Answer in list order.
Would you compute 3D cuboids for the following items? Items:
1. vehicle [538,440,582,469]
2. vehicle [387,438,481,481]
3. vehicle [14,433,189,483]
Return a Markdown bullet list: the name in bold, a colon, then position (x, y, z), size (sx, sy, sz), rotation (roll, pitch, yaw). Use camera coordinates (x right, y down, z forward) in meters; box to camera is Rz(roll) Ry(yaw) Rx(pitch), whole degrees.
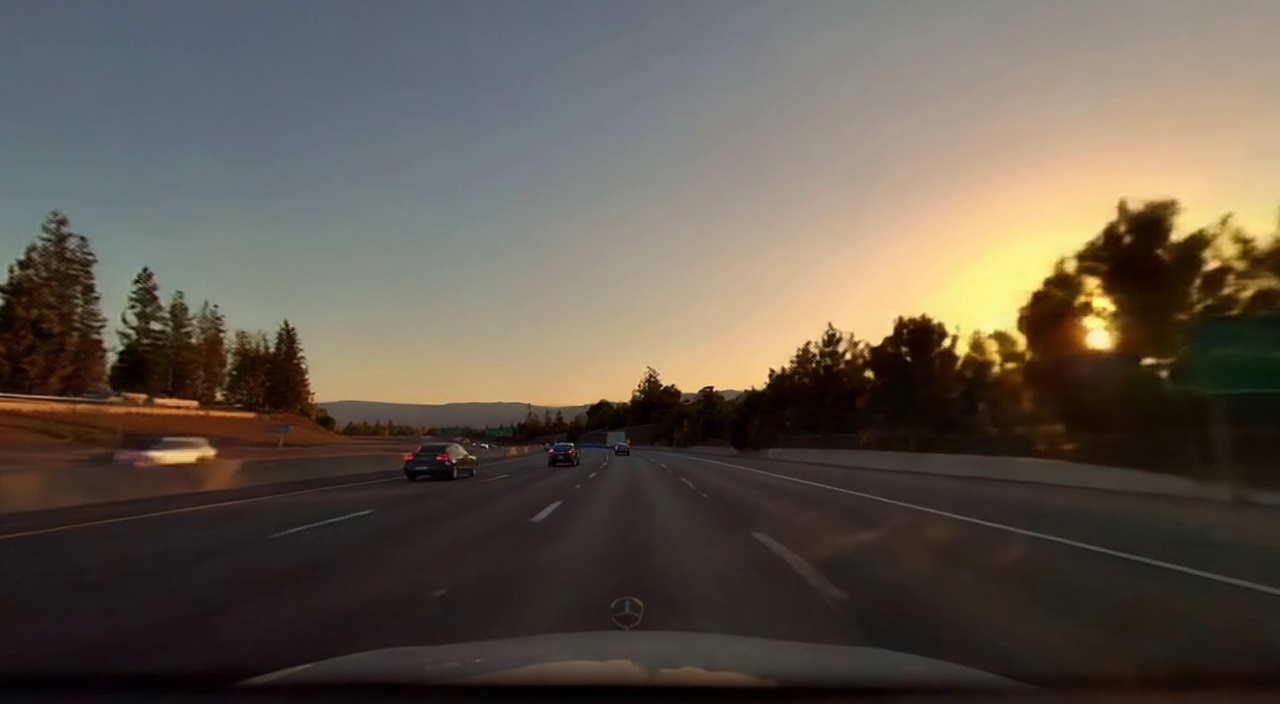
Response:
- **vehicle**: position (-4.254, 5.525, 34.117), size (1.936, 1.465, 4.060), rotation (0, -8, -1)
- **vehicle**: position (-7.752, 4.087, 24.242), size (2.038, 1.463, 4.656), rotation (0, -8, 0)
- **vehicle**: position (-18.030, 3.571, 21.503), size (2.016, 1.519, 4.514), rotation (0, -8, -1)
